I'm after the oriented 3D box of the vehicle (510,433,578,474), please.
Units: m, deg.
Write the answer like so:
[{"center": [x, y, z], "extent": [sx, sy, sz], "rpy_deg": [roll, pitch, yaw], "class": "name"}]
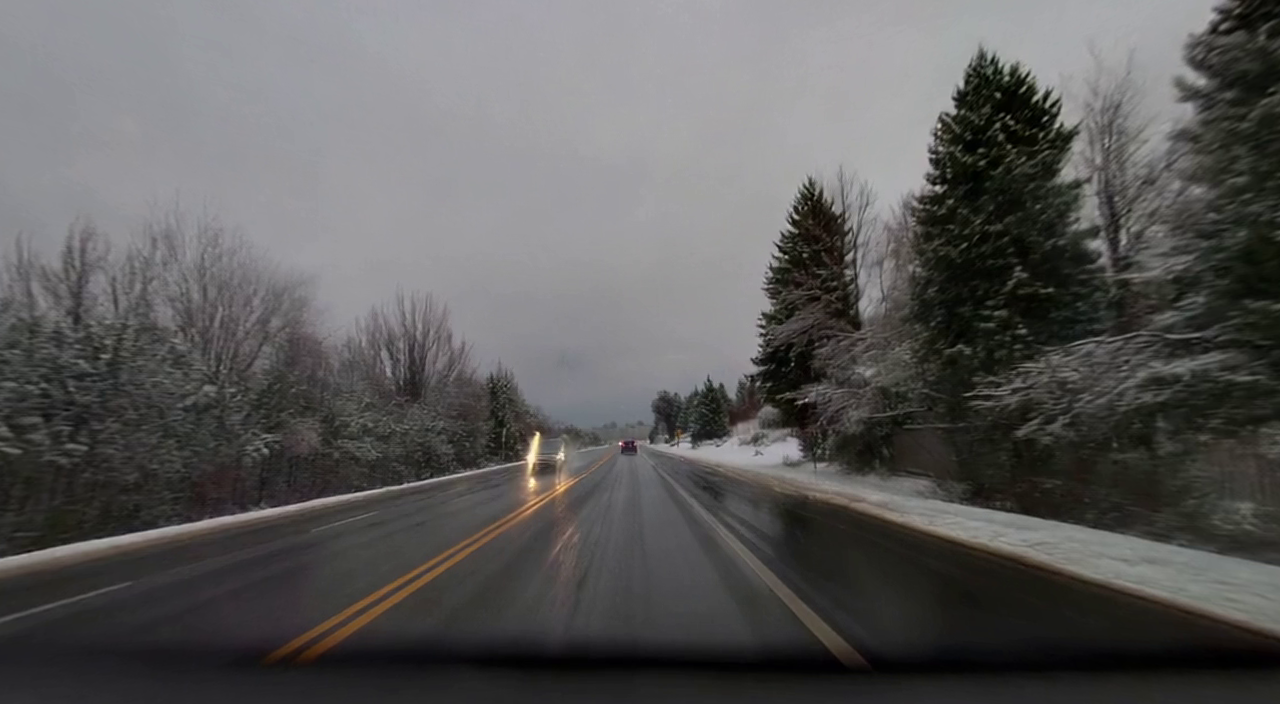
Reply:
[{"center": [-4.645, 5.021, 31.421], "extent": [2.695, 1.840, 4.689], "rpy_deg": [0, -9, -1], "class": "vehicle"}]
